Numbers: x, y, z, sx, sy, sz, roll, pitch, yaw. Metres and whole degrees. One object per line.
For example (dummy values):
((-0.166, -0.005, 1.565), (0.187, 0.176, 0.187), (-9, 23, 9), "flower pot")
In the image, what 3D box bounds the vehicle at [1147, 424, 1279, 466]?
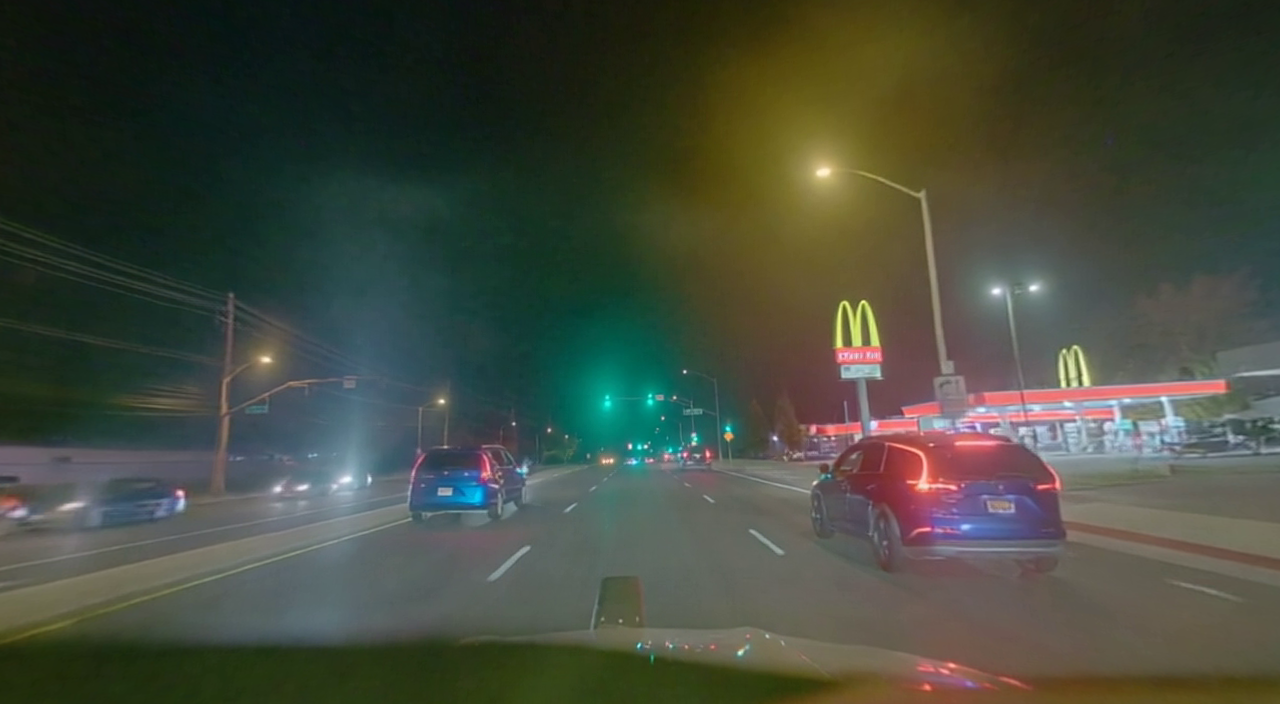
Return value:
((23.015, 3.746, 25.326), (1.821, 1.516, 4.163), (1, -8, -2), "vehicle")

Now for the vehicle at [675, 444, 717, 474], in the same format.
((3.329, 6.444, 38.308), (2.066, 1.699, 4.419), (0, -9, -1), "vehicle")

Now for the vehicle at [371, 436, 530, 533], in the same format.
((-3.572, 2.563, 12.816), (1.935, 1.617, 4.045), (0, -9, 0), "vehicle")

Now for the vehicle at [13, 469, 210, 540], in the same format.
((-14.178, 4.058, 17.337), (1.851, 1.540, 4.025), (0, -9, 1), "vehicle")

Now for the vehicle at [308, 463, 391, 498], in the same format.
((-14.161, 6.261, 31.156), (1.861, 1.472, 4.543), (0, -9, 1), "vehicle")

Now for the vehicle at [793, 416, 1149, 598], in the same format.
((3.617, 1.769, 8.146), (2.085, 1.655, 4.459), (0, -9, -1), "vehicle")

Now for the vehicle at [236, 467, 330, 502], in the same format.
((-17.666, 6.555, 31.563), (1.968, 1.476, 4.598), (0, -9, 1), "vehicle")
